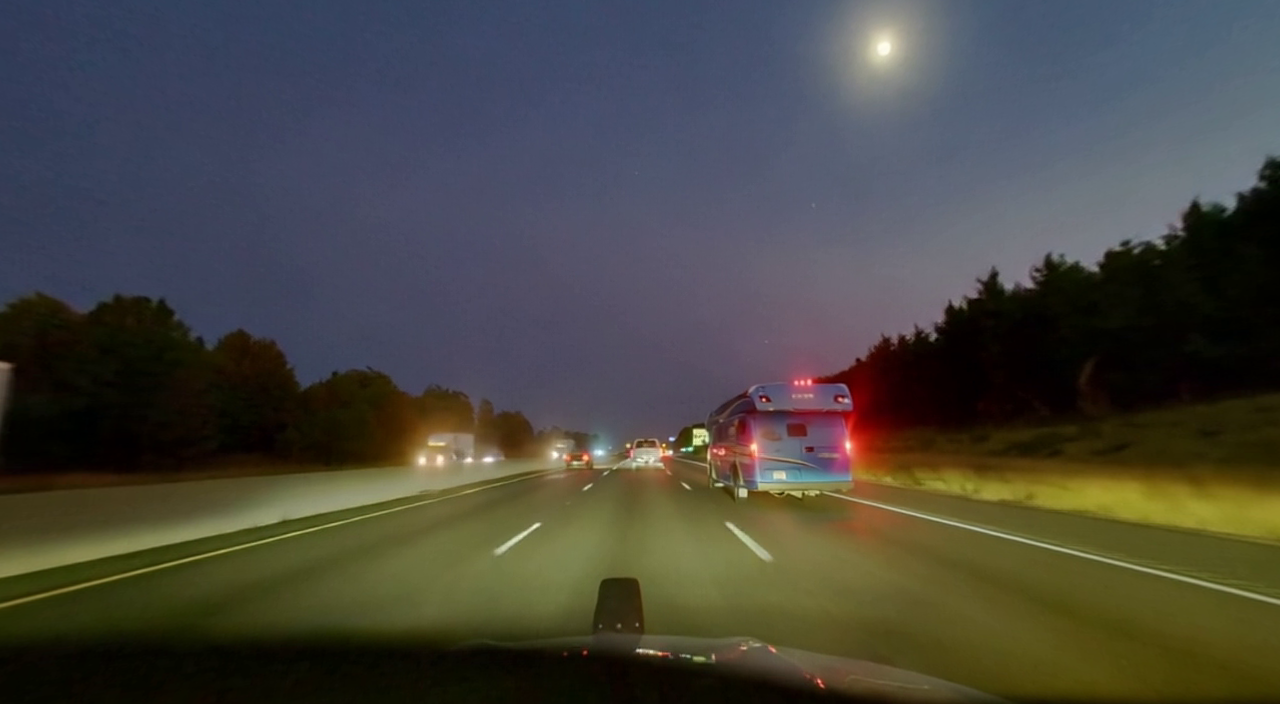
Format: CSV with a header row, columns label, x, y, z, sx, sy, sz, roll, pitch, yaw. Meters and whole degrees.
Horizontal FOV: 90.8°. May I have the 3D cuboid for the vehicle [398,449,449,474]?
label,x,y,z,sx,sy,sz,roll,pitch,yaw
vehicle,-15.182,7.678,44.522,1.953,1.647,4.472,0,-9,1

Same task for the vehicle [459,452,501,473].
label,x,y,z,sx,sy,sz,roll,pitch,yaw
vehicle,-11.160,7.721,44.243,1.794,1.424,3.959,0,-9,1

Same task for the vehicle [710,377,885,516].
label,x,y,z,sx,sy,sz,roll,pitch,yaw
vehicle,3.709,2.532,16.980,2.607,2.910,7.252,0,-9,-2

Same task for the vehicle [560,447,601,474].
label,x,y,z,sx,sy,sz,roll,pitch,yaw
vehicle,-3.546,6.563,38.267,1.959,1.502,4.559,0,-9,1

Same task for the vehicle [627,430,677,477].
label,x,y,z,sx,sy,sz,roll,pitch,yaw
vehicle,0.589,5.531,34.482,2.524,2.310,4.986,0,-9,0
